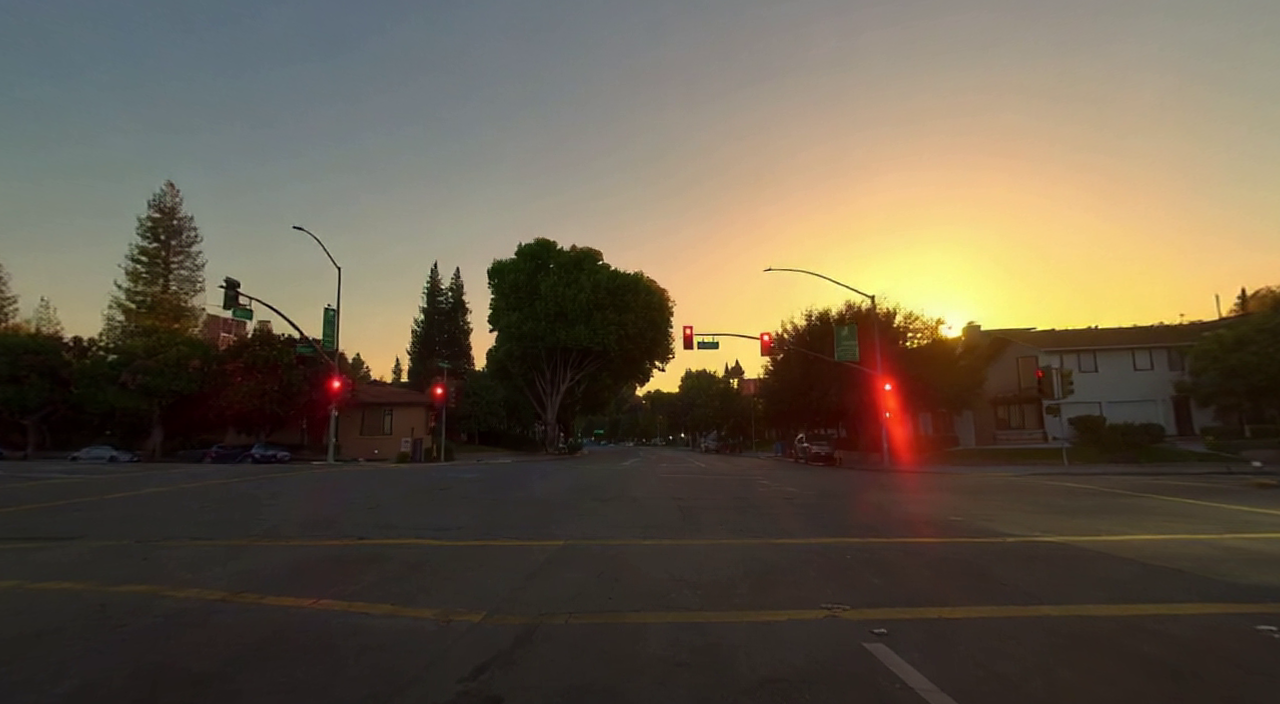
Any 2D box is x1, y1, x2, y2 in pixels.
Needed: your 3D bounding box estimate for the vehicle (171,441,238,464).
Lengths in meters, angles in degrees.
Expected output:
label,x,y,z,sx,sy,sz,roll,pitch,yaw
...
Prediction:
label,x,y,z,sx,sy,sz,roll,pitch,yaw
vehicle,-29.124,6.710,42.074,1.696,1.431,3.686,-1,-8,3
